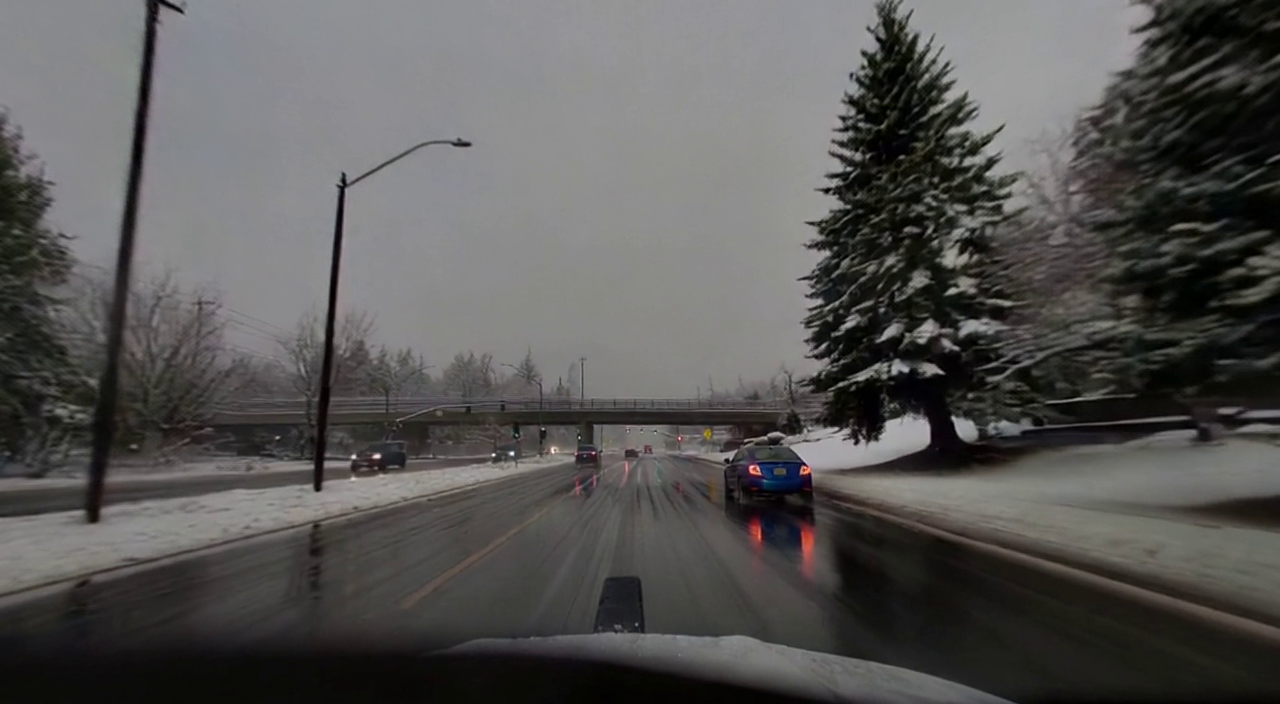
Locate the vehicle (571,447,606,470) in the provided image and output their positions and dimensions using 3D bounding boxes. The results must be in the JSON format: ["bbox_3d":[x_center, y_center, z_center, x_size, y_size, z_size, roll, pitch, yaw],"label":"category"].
[{"bbox_3d":[-3.564,7.406,44.255,2.041,1.460,4.036,0,-8,1],"label":"vehicle"}]

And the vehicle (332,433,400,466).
[{"bbox_3d":[-17.290,6.116,40.180,2.148,1.901,4.955,0,-7,0],"label":"vehicle"}]

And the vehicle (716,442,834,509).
[{"bbox_3d":[3.375,3.154,16.704,2.068,1.497,4.247,0,-8,-1],"label":"vehicle"}]
